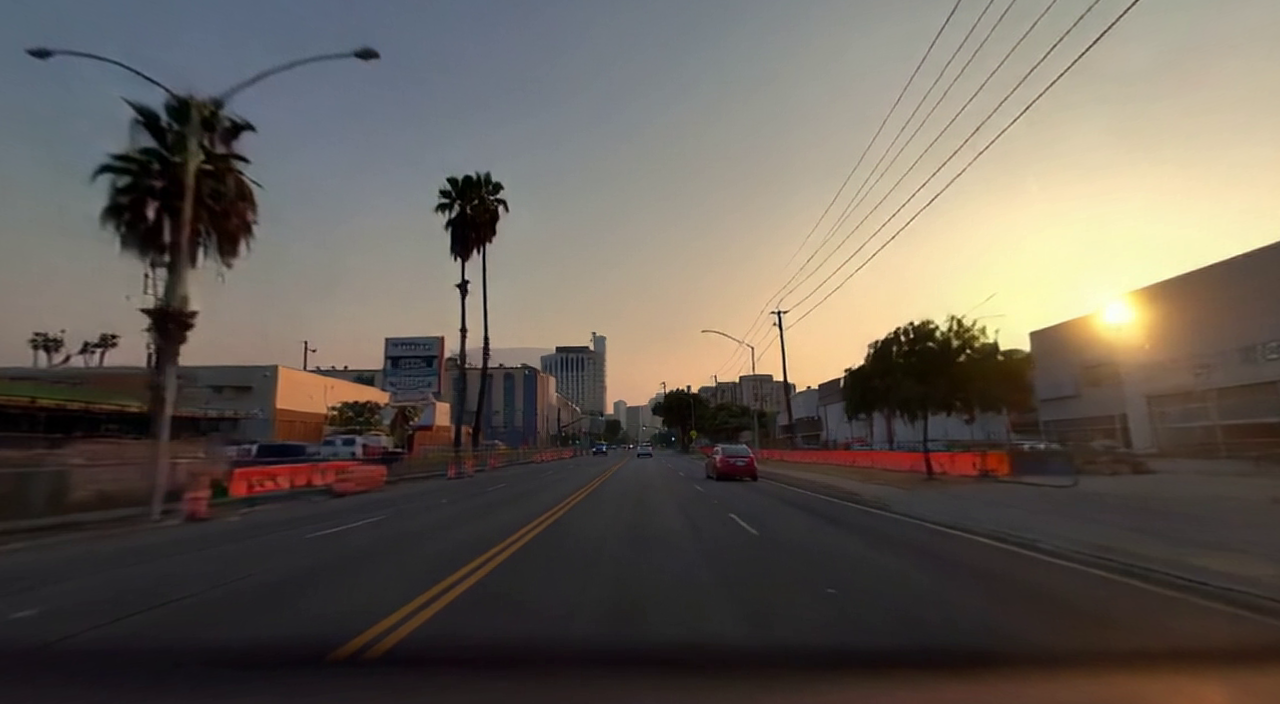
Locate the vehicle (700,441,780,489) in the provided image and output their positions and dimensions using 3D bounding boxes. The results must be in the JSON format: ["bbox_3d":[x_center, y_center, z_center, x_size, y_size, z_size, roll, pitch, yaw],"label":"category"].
[{"bbox_3d":[3.500,4.044,22.891,2.148,1.562,4.642,0,-8,0],"label":"vehicle"}]

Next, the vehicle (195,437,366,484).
[{"bbox_3d":[-18.161,5.455,32.093,6.969,2.132,2.716,8,-12,-44],"label":"vehicle"}]
